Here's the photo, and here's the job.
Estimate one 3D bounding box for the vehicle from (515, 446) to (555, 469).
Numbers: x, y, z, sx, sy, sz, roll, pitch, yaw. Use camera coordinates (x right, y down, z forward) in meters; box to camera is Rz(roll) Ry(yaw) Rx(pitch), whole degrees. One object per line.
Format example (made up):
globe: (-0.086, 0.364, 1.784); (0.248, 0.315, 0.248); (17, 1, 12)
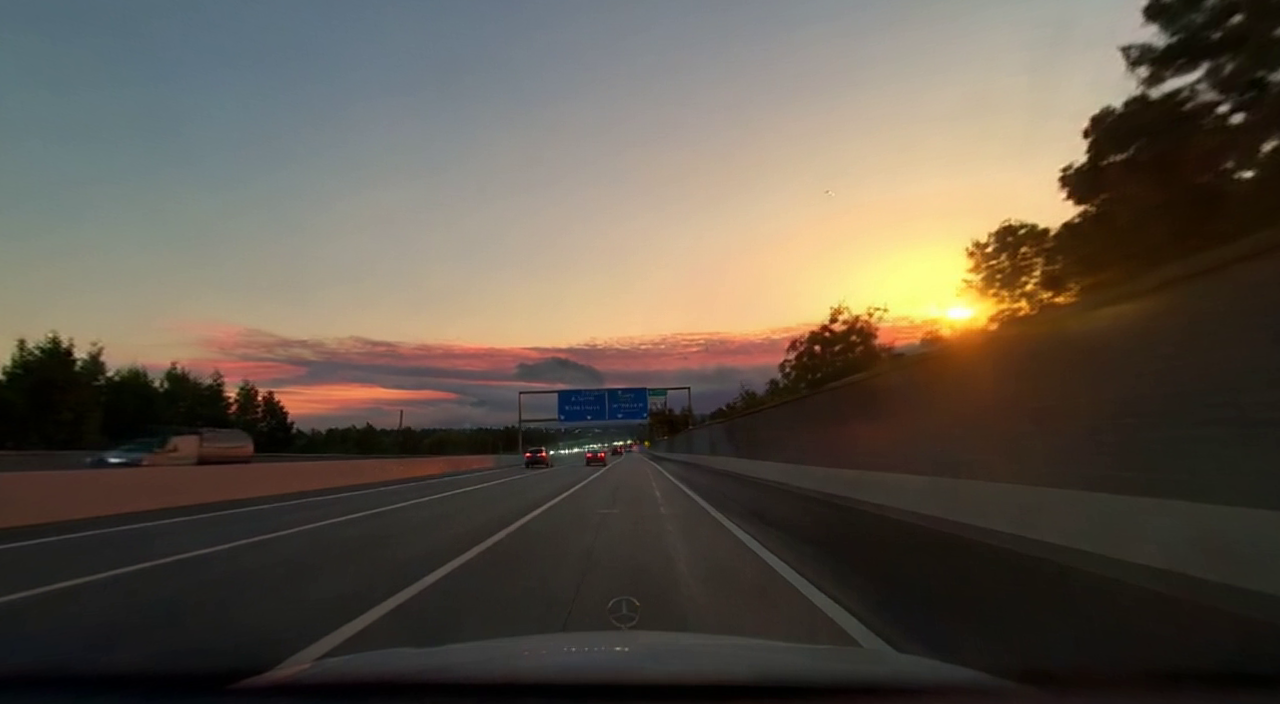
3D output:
vehicle: (-7.494, 7.602, 45.541); (2.098, 1.606, 4.227); (0, -9, 1)
